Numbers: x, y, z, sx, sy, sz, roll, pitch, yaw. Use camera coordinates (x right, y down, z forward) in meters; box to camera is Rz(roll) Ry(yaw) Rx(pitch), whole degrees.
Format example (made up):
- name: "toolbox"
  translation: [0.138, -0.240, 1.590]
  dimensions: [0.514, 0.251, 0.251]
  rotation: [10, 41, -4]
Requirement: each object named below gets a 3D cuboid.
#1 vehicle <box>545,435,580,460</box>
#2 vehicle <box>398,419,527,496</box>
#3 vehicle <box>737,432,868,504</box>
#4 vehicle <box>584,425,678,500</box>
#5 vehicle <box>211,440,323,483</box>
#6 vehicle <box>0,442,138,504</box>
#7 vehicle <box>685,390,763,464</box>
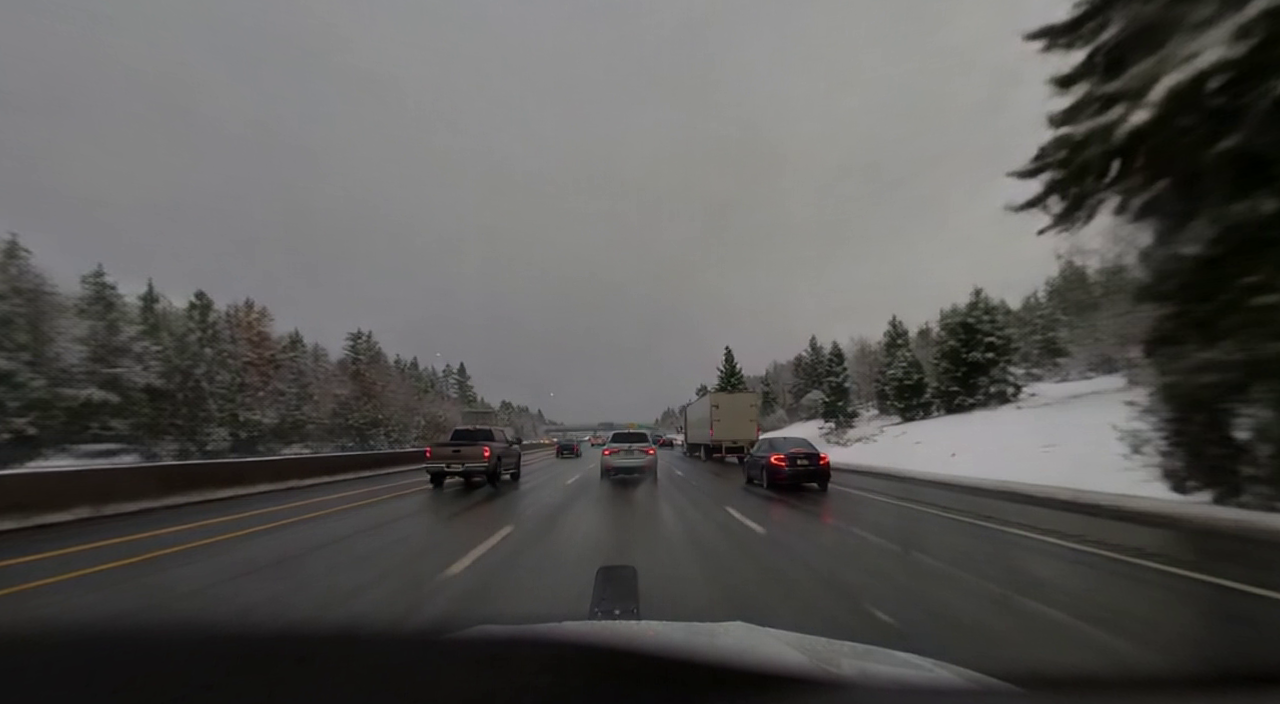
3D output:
- name: "vehicle"
  translation: [-5.450, 6.769, 44.859]
  dimensions: [1.971, 1.648, 3.983]
  rotation: [0, -8, 0]
- name: "vehicle"
  translation: [-4.540, 2.785, 17.026]
  dimensions: [2.101, 1.767, 4.702]
  rotation: [0, -8, 0]
- name: "vehicle"
  translation: [3.671, 2.675, 15.045]
  dimensions: [1.951, 1.477, 3.963]
  rotation: [0, -8, -2]
- name: "vehicle"
  translation: [-0.225, 2.719, 15.946]
  dimensions: [2.083, 1.647, 3.799]
  rotation: [0, -8, -1]
- name: "vehicle"
  translation: [-13.129, 3.836, 22.462]
  dimensions: [1.767, 1.376, 3.667]
  rotation: [0, -8, 0]
- name: "vehicle"
  translation: [-17.035, 3.384, 18.123]
  dimensions: [1.813, 1.519, 4.115]
  rotation: [0, -8, -2]
- name: "vehicle"
  translation: [5.189, 5.154, 42.294]
  dimensions: [2.888, 4.135, 14.071]
  rotation: [0, -8, -2]
